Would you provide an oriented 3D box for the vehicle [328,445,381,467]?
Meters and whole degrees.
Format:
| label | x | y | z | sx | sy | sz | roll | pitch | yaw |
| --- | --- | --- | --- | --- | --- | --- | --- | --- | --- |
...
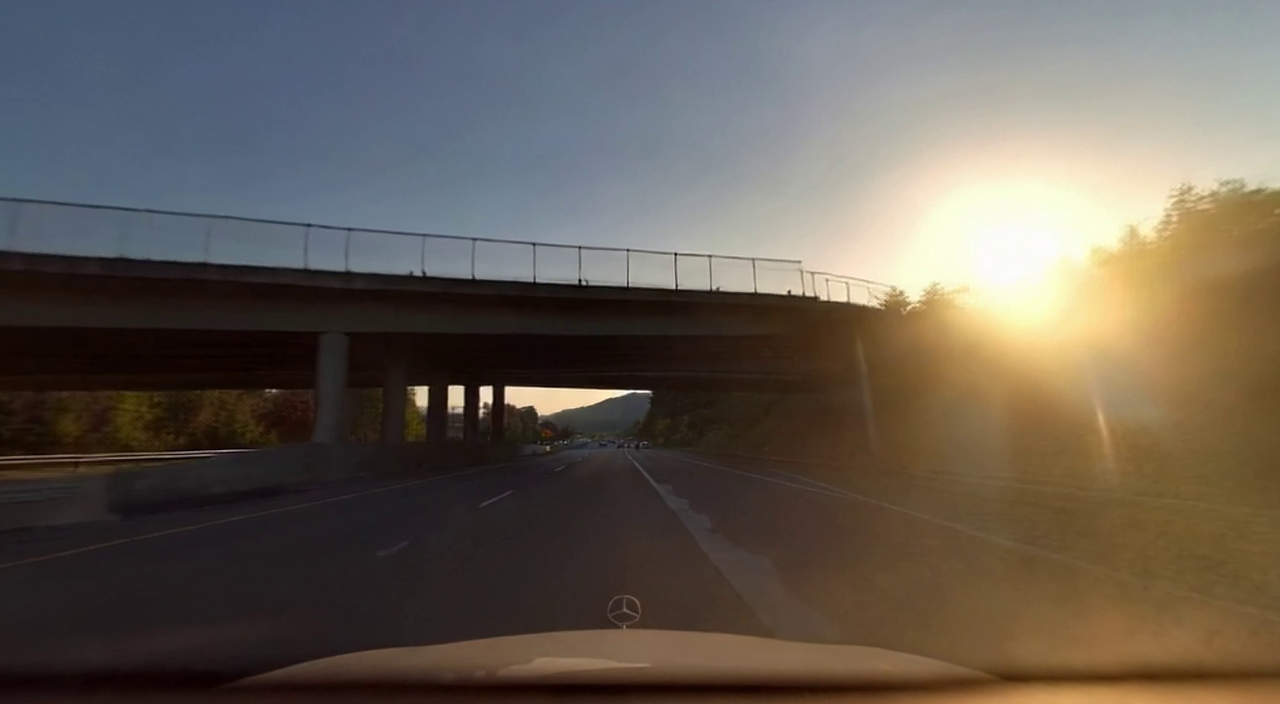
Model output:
| label | x | y | z | sx | sy | sz | roll | pitch | yaw |
| --- | --- | --- | --- | --- | --- | --- | --- | --- | --- |
| vehicle | -21.617 | 7.879 | 47.980 | 2.015 | 1.595 | 4.727 | 0 | -9 | -3 |
